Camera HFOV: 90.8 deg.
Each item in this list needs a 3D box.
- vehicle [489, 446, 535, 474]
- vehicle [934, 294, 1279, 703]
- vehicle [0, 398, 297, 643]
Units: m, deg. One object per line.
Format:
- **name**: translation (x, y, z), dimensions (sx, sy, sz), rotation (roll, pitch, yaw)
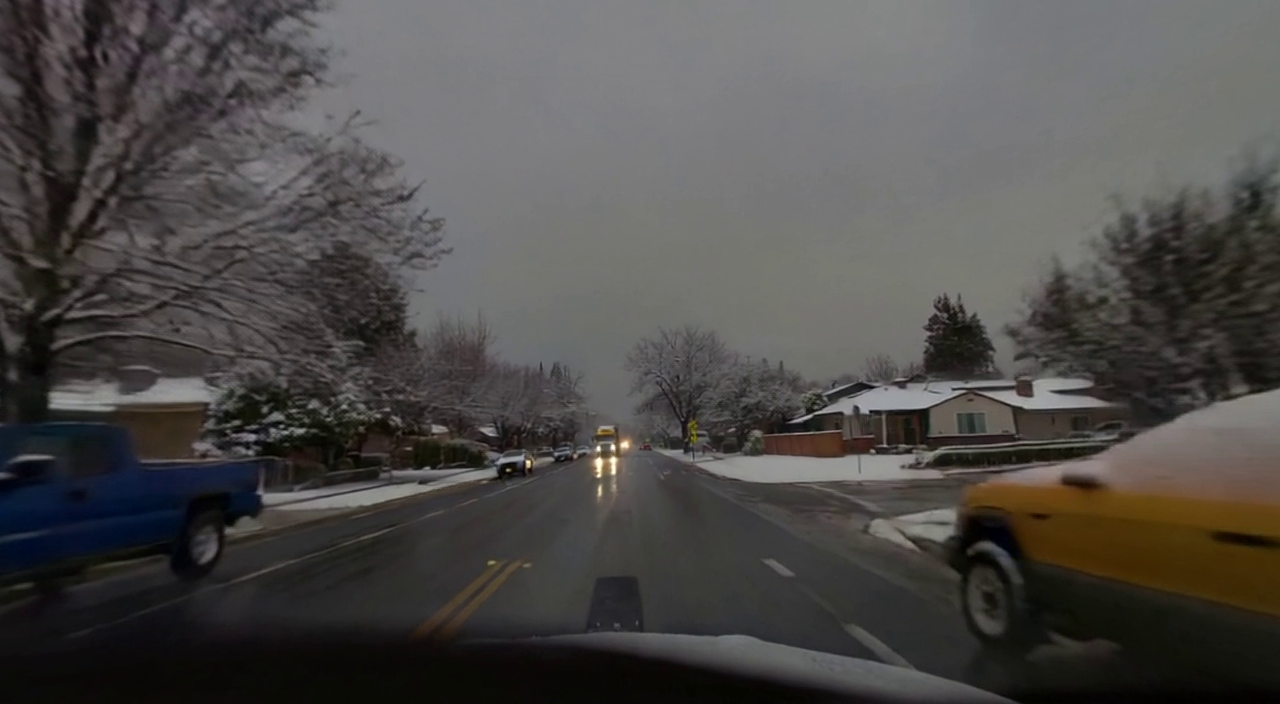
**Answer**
- **vehicle**: translation (-8.739, 7.418, 43.632), dimensions (2.119, 1.775, 4.643), rotation (0, -9, 1)
- **vehicle**: translation (3.421, 0.696, 2.153), dimensions (2.235, 1.826, 5.321), rotation (0, -9, 0)
- **vehicle**: translation (-6.567, 1.669, 6.930), dimensions (2.302, 2.059, 5.758), rotation (0, -9, 1)
